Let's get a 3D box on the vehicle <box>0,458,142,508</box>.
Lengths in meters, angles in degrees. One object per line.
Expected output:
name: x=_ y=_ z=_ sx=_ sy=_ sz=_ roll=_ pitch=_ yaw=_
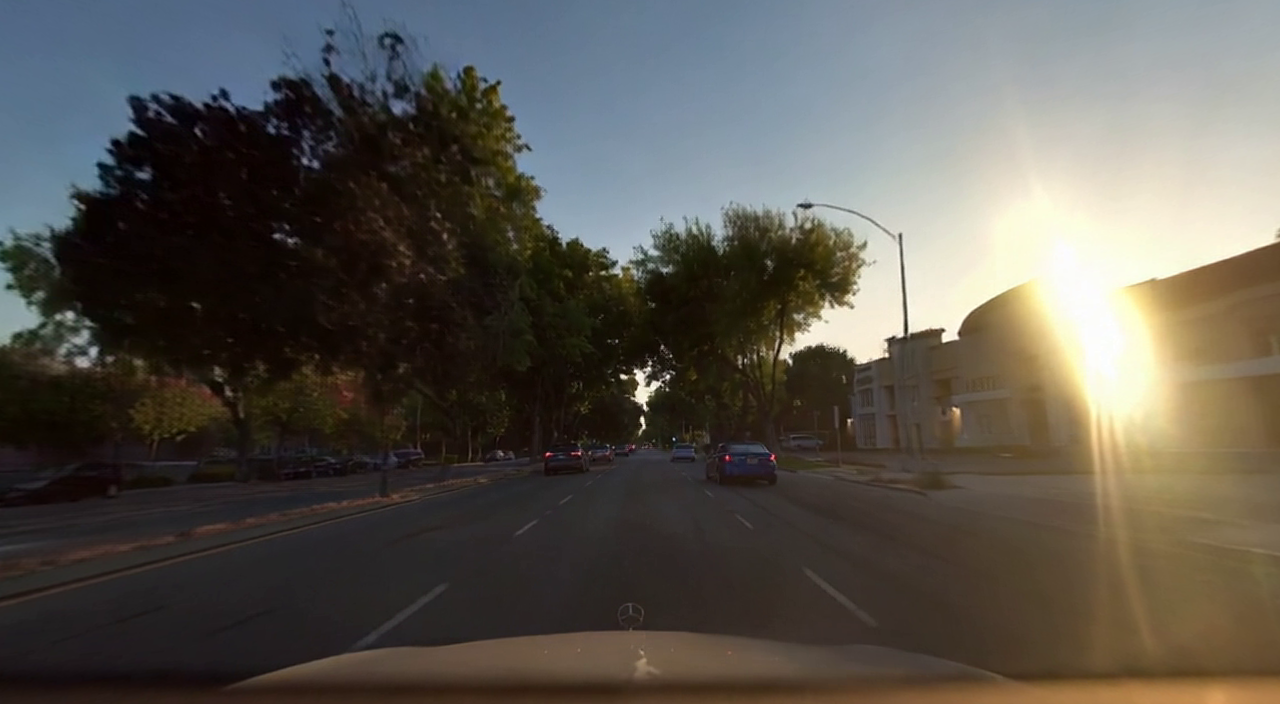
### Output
vehicle: x=-22.574 y=5.083 z=24.925 sx=1.922 sy=1.682 sz=4.638 roll=0 pitch=-8 yaw=0

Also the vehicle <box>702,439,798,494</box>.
vehicle: x=3.206 y=3.444 z=19.424 sx=2.083 sy=1.474 sz=4.360 roll=0 pitch=-8 yaw=-1

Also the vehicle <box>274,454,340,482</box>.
vehicle: x=-22.470 y=7.809 z=42.733 sx=1.918 sy=1.698 sz=4.581 roll=-1 pitch=-8 yaw=1

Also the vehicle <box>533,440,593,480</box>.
vehicle: x=-3.336 y=4.768 z=28.122 sx=2.113 sy=1.626 sz=4.129 roll=0 pitch=-8 yaw=0

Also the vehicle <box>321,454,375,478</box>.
vehicle: x=-22.321 y=8.696 z=48.393 sx=1.794 sy=1.664 sz=4.582 roll=-1 pitch=-8 yaw=1
